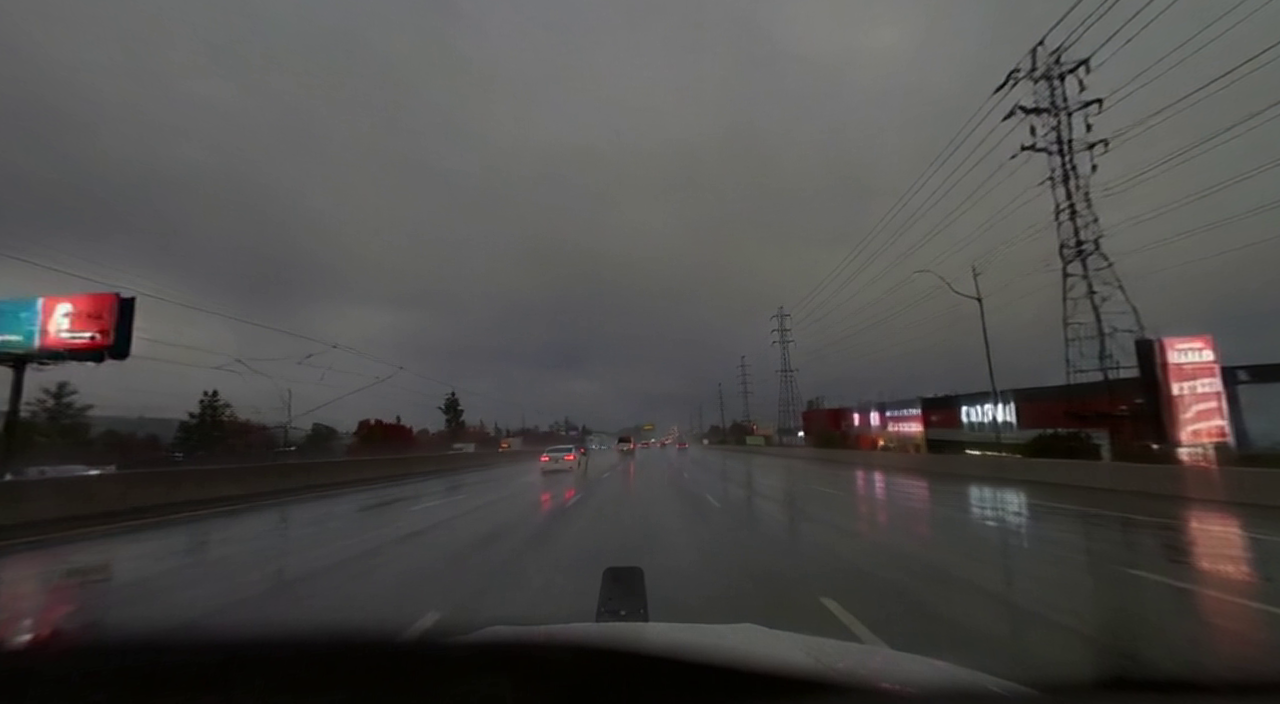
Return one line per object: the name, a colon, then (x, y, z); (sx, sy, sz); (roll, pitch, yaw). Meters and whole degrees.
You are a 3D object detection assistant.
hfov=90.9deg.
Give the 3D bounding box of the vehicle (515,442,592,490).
vehicle: (-2.797, 3.776, 21.227); (1.891, 1.444, 3.968); (-1, -8, 2)
